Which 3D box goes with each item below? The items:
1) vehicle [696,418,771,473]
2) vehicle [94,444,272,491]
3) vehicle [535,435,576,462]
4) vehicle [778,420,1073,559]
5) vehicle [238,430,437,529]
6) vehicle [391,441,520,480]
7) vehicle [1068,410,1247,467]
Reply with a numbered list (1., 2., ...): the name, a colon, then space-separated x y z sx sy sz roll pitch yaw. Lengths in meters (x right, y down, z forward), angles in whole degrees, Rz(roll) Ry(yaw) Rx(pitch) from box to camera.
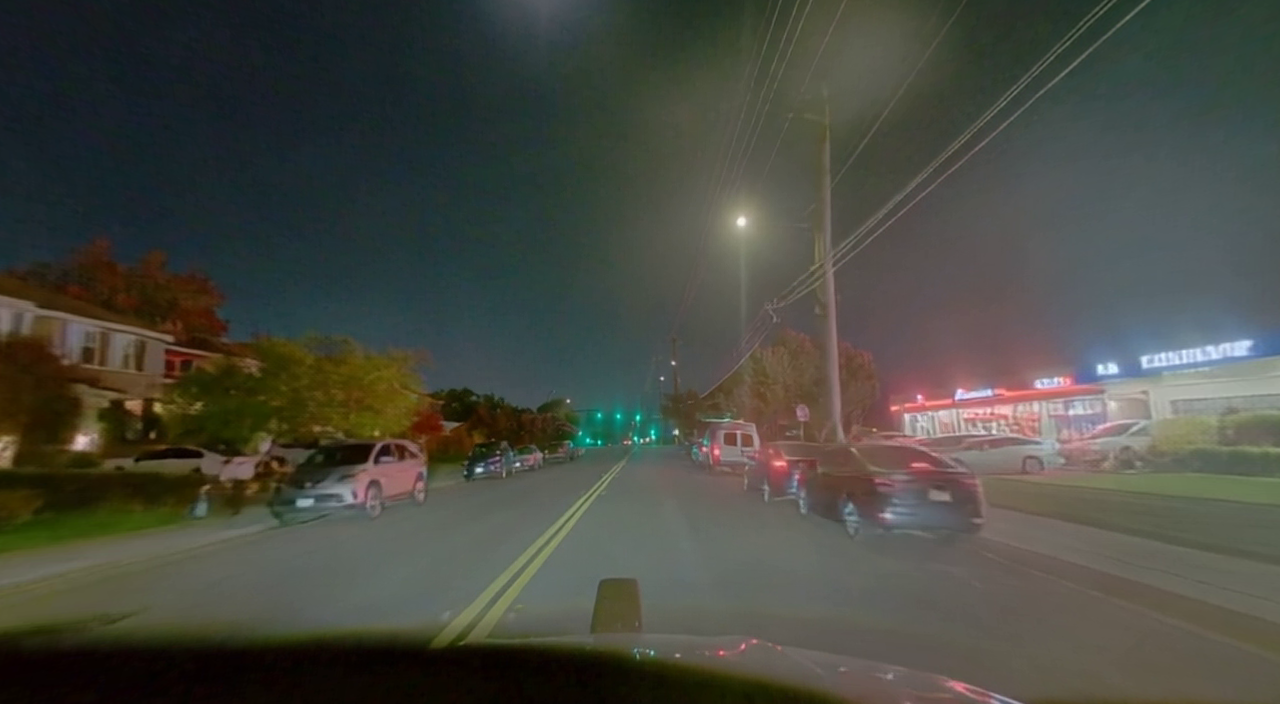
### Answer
1. vehicle: 3.925 4.080 27.514 2.396 2.164 5.381 0 -8 0
2. vehicle: -15.279 3.856 21.251 4.388 1.466 2.008 0 -8 -1
3. vehicle: -6.273 7.224 47.302 2.322 1.913 5.582 0 -8 0
4. vehicle: 3.744 1.898 9.555 2.112 1.528 4.944 0 -8 -1
5. vehicle: -6.107 2.578 13.407 1.989 1.693 4.292 -2 -8 2
6. vehicle: -7.642 4.526 26.479 4.935 1.454 1.900 -1 -8 -5
7. vehicle: 18.518 3.140 22.705 4.555 1.796 2.001 -2 -8 1
